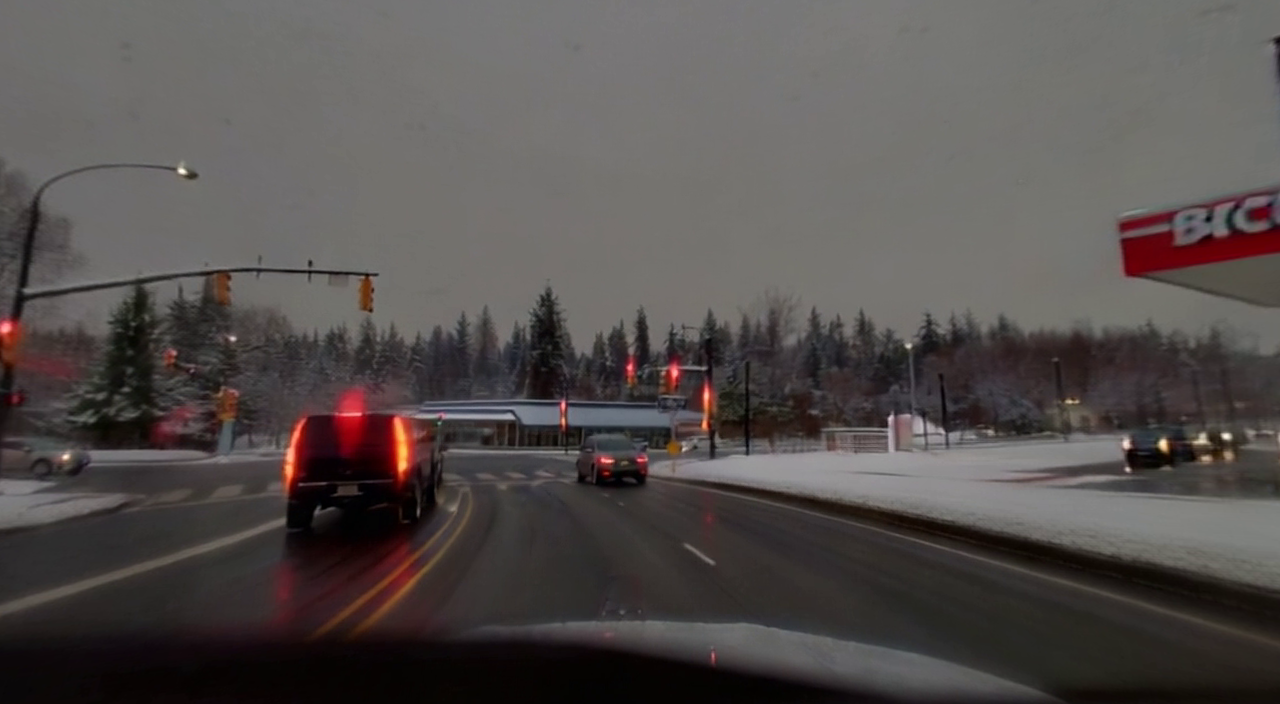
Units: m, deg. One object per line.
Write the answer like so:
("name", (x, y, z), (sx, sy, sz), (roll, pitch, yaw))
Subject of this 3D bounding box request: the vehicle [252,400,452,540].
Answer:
("vehicle", (-4.954, 2.101, 11.740), (2.254, 2.006, 4.766), (2, -9, -11))

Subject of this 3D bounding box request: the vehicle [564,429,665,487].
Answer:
("vehicle", (-1.055, 3.754, 22.560), (2.202, 1.822, 4.826), (4, -9, -20))

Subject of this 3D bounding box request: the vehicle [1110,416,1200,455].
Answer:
("vehicle", (25.393, 4.176, 31.003), (4.595, 1.764, 2.160), (6, -11, -35))
